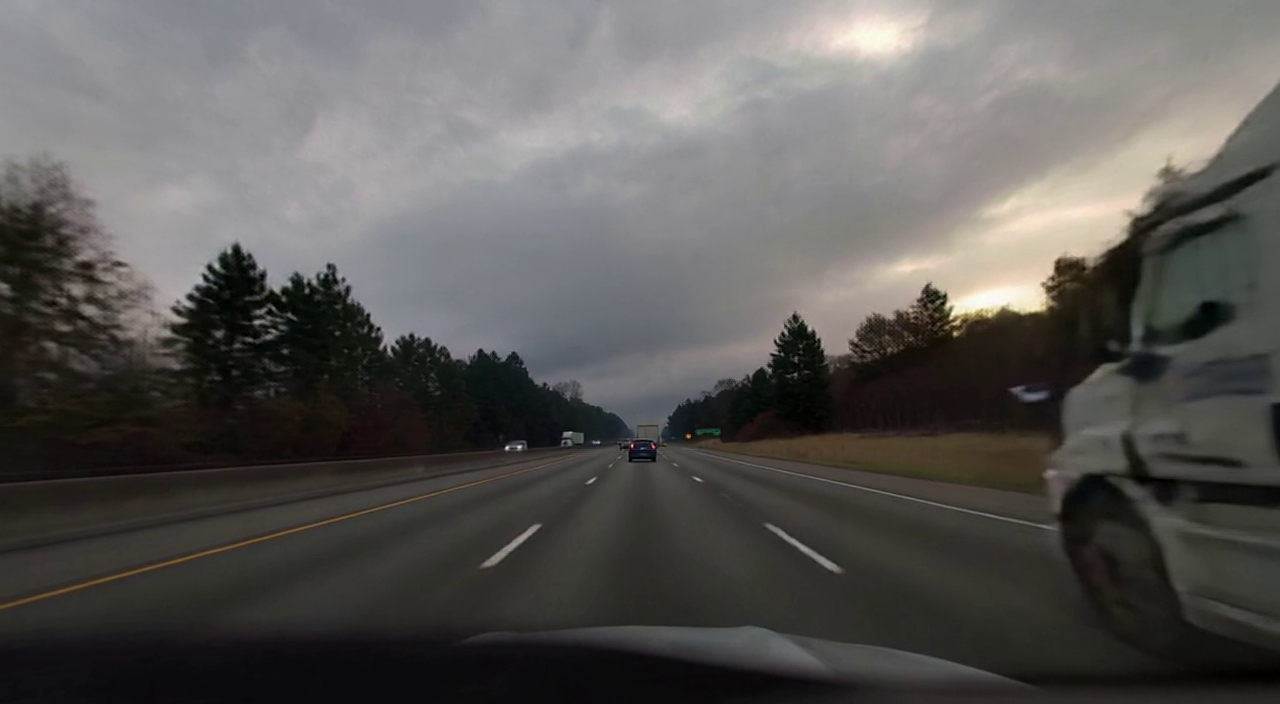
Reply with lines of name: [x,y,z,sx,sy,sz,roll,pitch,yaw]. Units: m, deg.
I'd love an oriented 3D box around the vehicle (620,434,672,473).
vehicle: [0.323,4.522,28.197,2.139,1.607,4.034,0,-8,2]

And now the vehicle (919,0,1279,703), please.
vehicle: [3.804,-0.458,1.629,3.090,4.102,6.417,0,-8,0]
